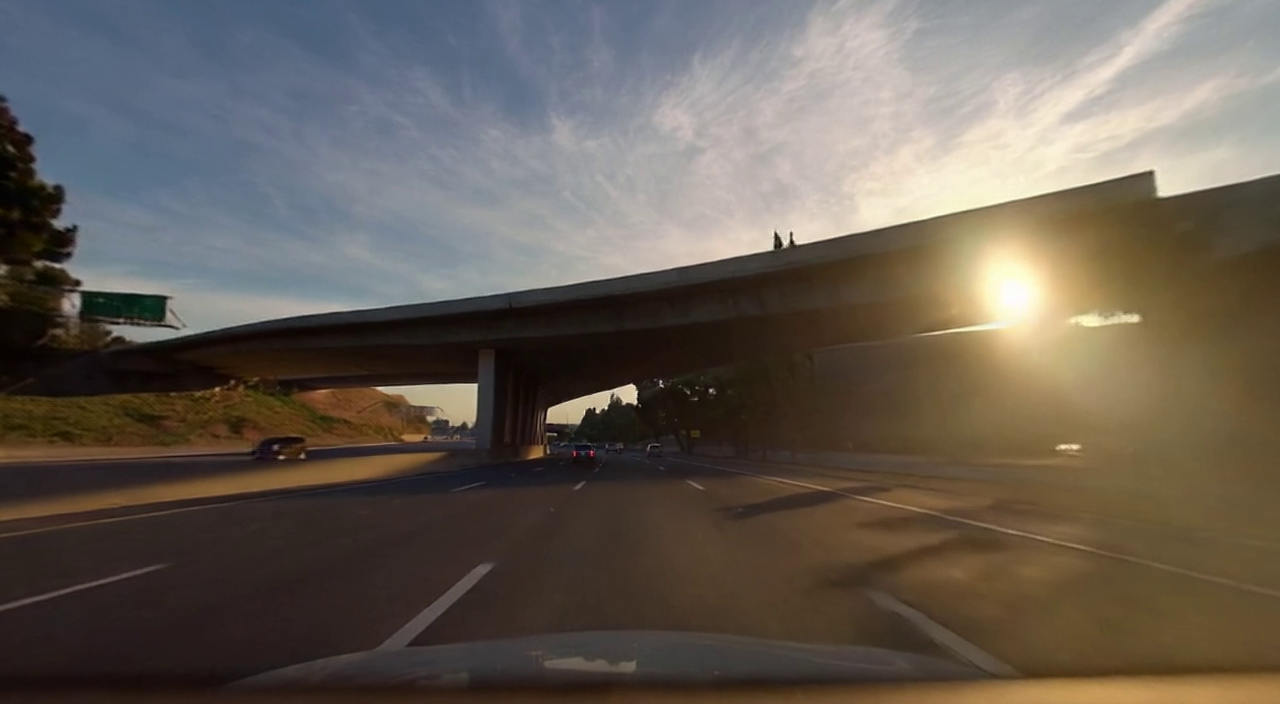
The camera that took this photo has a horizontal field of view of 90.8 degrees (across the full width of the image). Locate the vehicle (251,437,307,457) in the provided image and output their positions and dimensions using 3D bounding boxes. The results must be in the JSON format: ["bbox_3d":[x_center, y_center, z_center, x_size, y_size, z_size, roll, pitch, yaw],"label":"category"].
[{"bbox_3d":[-28.218,7.421,49.546,1.964,1.491,4.723,1,-8,-6],"label":"vehicle"}]
